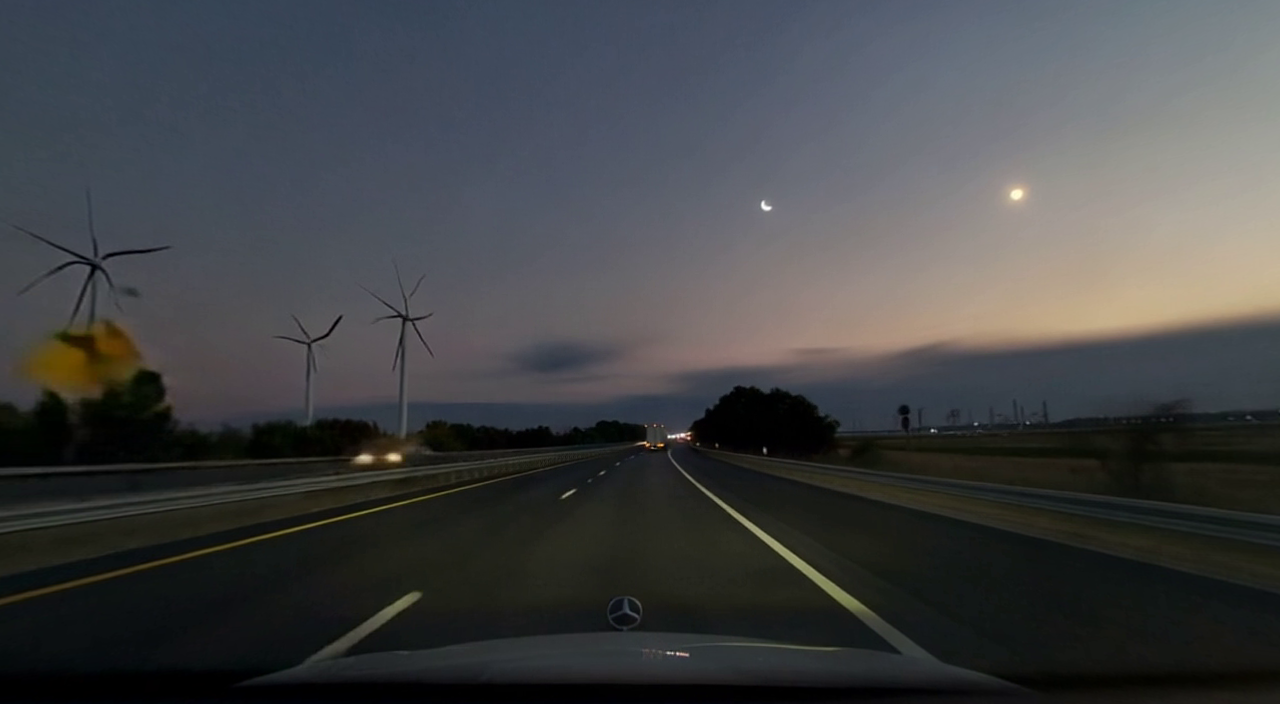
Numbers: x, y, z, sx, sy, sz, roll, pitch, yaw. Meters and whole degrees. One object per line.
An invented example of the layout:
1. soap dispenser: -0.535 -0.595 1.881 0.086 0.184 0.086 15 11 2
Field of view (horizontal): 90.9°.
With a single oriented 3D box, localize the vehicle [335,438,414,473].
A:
1. vehicle: -12.978 5.106 31.155 1.957 1.611 4.361 0 -9 1
